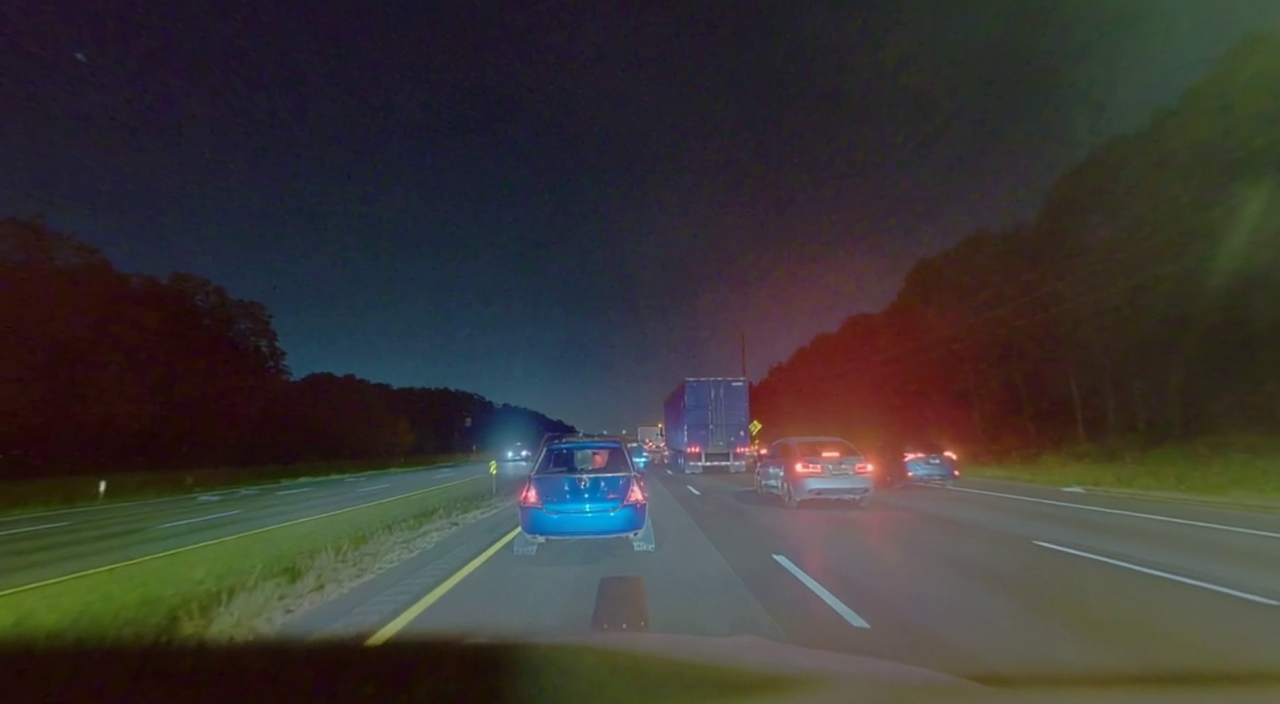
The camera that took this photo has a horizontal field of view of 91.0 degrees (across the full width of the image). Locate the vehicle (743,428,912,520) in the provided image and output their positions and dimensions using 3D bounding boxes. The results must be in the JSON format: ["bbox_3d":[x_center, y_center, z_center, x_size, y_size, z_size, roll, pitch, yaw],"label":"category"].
[{"bbox_3d":[3.529,2.385,12.942,1.960,1.515,4.713,0,-8,-1],"label":"vehicle"}]

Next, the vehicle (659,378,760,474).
[{"bbox_3d":[3.365,4.466,36.658,3.591,4.290,16.696,0,-8,-1],"label":"vehicle"}]

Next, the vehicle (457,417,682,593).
[{"bbox_3d":[-0.704,1.668,7.745,2.009,1.554,4.013,0,-8,-2],"label":"vehicle"}]
